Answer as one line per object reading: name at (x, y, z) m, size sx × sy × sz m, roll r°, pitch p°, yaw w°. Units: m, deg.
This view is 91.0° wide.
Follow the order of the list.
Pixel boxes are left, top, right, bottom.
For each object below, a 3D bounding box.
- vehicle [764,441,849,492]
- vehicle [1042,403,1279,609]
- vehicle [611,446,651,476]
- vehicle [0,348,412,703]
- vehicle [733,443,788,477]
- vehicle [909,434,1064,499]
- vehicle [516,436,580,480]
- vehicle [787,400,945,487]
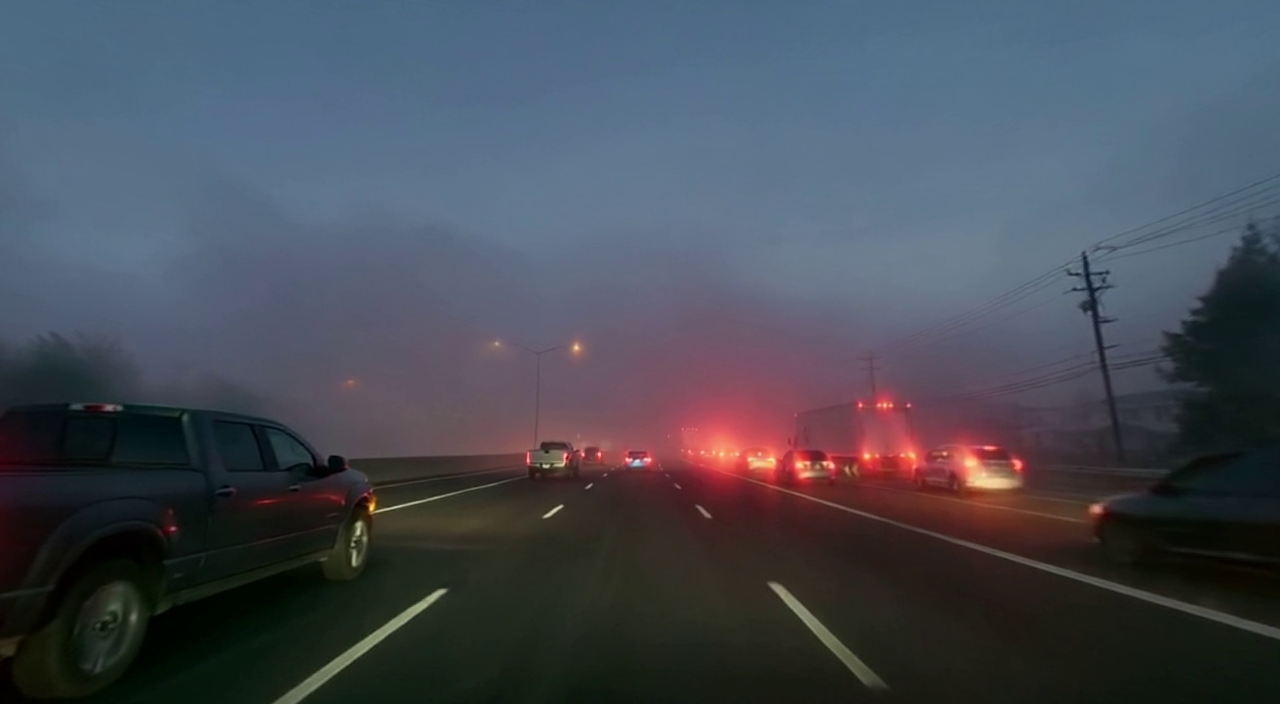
vehicle at (5.649, 3.905, 21.925) m, size 1.956 × 1.576 × 4.211 m, roll 0°, pitch -9°, yaw 3°
vehicle at (6.260, 1.387, 5.995) m, size 2.058 × 1.667 × 4.209 m, roll 0°, pitch -8°, yaw 0°
vehicle at (-0.465, 5.909, 34.467) m, size 2.060 × 1.508 × 4.308 m, roll 0°, pitch -8°, yaw 0°
vehicle at (-3.491, 1.127, 4.338) m, size 2.127 × 1.705 × 4.374 m, roll 0°, pitch -8°, yaw 1°
vehicle at (6.081, 5.491, 32.295) m, size 1.989 × 1.642 × 4.082 m, roll 0°, pitch -8°, yaw 0°
vehicle at (10.569, 3.515, 19.748) m, size 2.046 × 1.754 × 4.862 m, roll 0°, pitch -9°, yaw -1°
vehicle at (-4.122, 4.843, 28.992) m, size 2.147 × 1.825 × 4.602 m, roll 0°, pitch -8°, yaw 1°
vehicle at (10.374, 4.516, 31.070) m, size 3.442 × 3.405 × 11.948 m, roll 0°, pitch -8°, yaw 0°
